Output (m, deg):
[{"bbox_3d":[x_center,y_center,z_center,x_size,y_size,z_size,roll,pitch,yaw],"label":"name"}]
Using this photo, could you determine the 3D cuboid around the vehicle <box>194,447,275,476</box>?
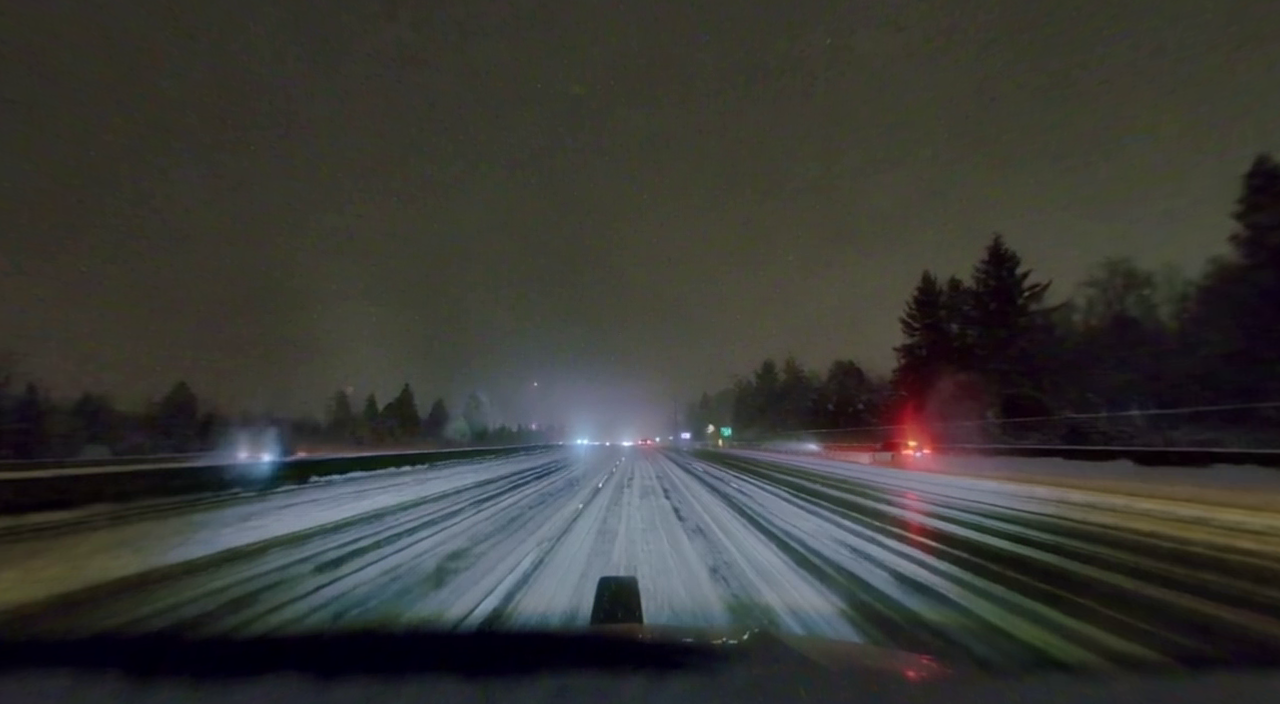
[{"bbox_3d":[-22.625,6.096,35.262,1.776,1.493,4.020,0,-8,1],"label":"vehicle"}]
